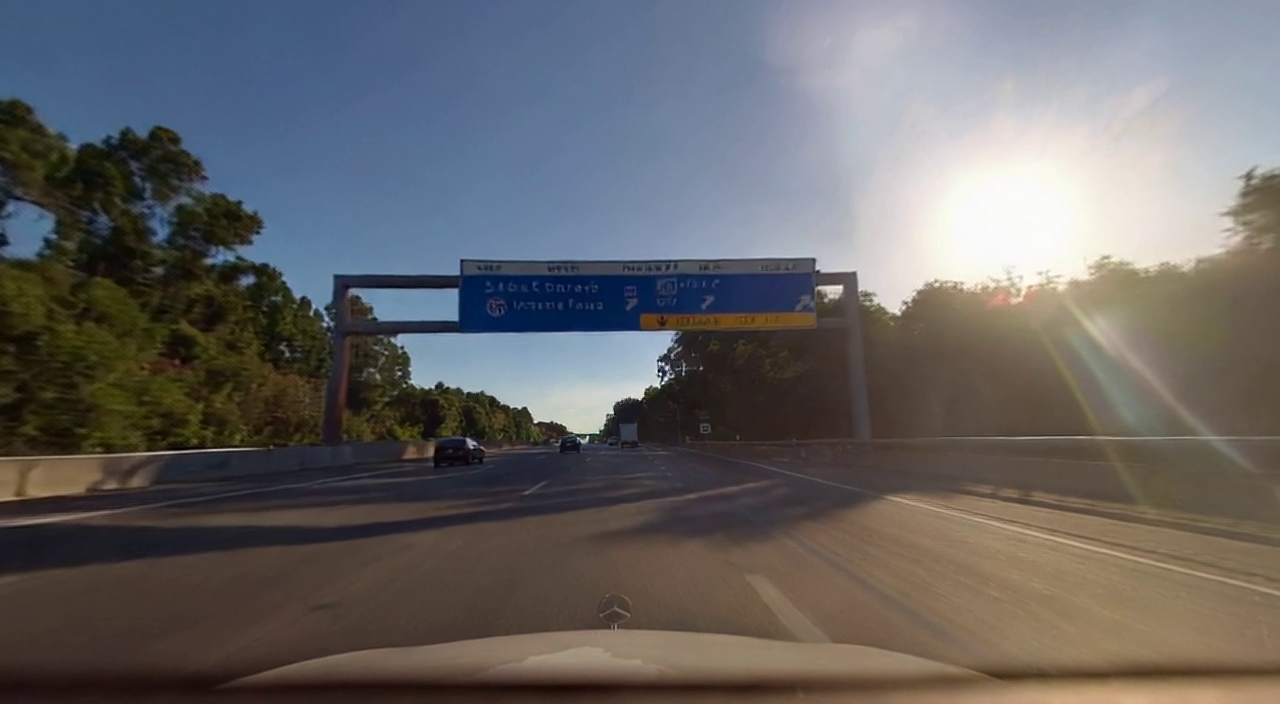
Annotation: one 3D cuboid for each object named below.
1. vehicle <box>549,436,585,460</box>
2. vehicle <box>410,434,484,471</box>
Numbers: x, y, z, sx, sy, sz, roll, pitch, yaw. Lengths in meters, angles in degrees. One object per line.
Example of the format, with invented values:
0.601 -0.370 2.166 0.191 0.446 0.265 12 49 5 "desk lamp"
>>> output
-4.734 6.301 41.491 1.912 1.495 3.703 0 -8 0 "vehicle"
-8.475 4.430 28.075 1.973 1.470 4.270 0 -8 0 "vehicle"
